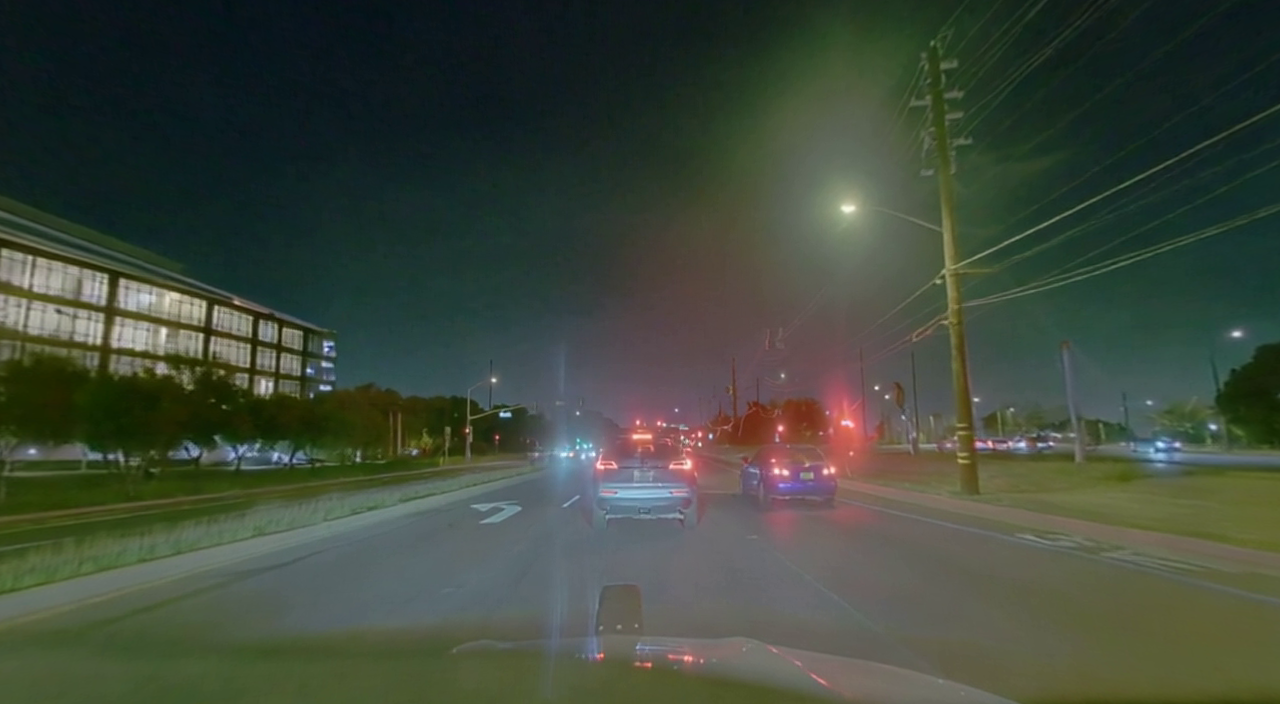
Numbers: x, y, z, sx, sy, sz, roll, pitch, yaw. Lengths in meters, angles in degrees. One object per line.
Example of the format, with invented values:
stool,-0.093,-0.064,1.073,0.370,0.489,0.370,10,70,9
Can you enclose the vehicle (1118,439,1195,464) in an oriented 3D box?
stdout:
vehicle,37.410,7.195,45.936,1.910,1.686,4.746,-1,-9,6

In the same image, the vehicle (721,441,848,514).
vehicle,3.272,2.940,15.353,1.990,1.482,4.575,0,-9,0

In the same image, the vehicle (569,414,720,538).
vehicle,0.073,2.137,11.436,2.189,1.776,4.342,0,-9,0
